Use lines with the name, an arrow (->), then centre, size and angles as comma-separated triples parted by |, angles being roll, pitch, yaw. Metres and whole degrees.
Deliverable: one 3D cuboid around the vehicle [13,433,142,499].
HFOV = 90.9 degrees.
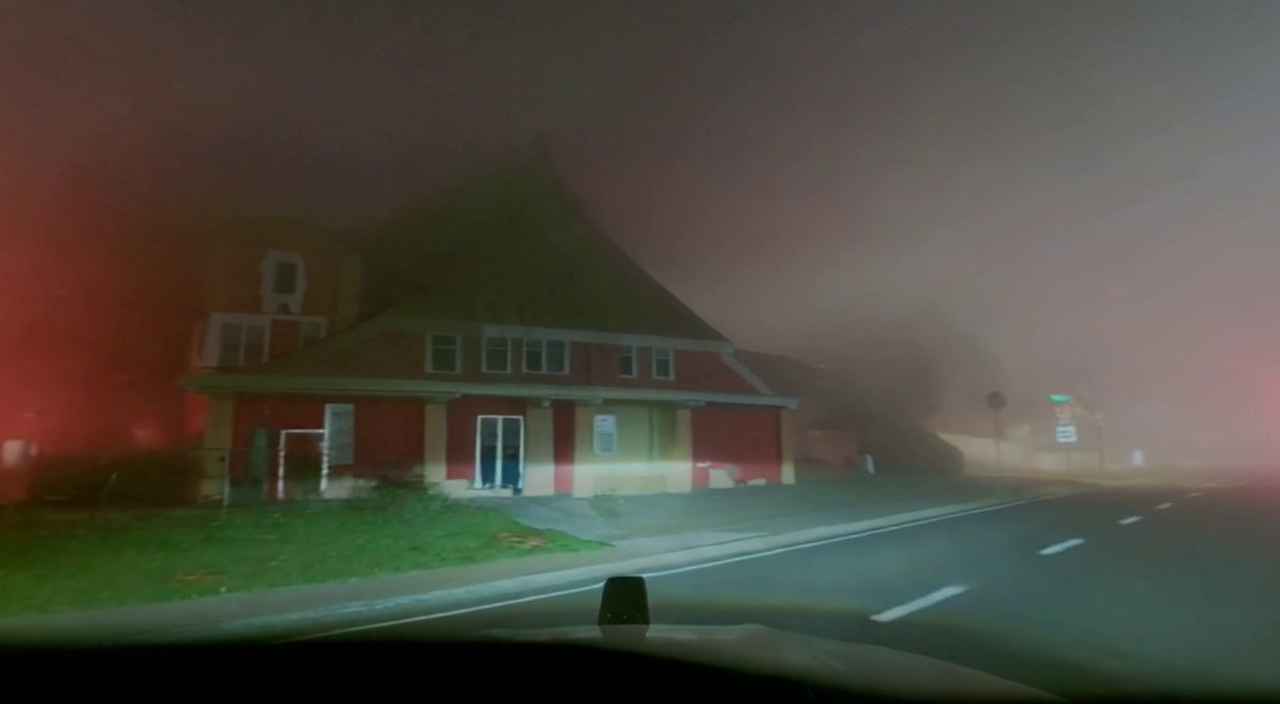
vehicle -> -16.712, 3.261, 18.814 | 2.449, 1.666, 5.035 | 7, -10, -41
